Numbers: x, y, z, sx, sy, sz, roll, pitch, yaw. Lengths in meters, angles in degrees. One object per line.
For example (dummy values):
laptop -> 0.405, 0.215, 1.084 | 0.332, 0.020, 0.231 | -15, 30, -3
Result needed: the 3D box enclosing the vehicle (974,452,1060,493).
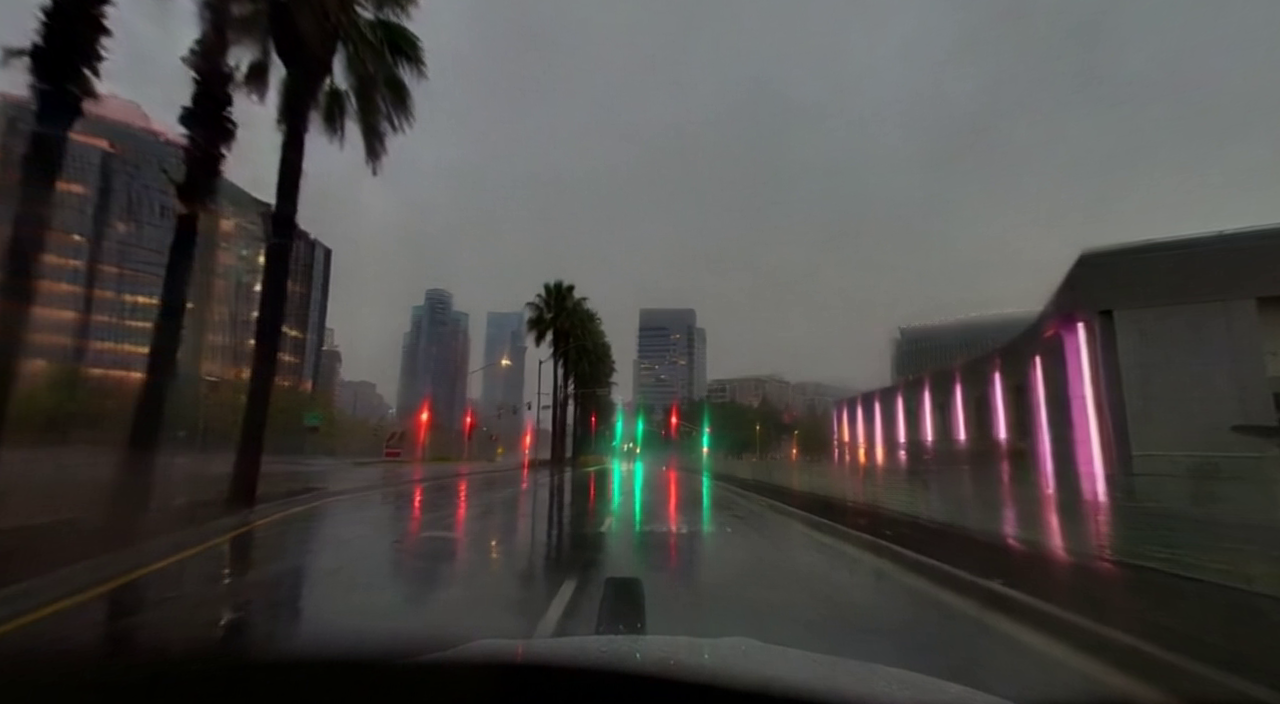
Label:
vehicle -> 28.747, 9.355, 48.378 | 2.599, 2.380, 6.013 | 3, -17, -2
